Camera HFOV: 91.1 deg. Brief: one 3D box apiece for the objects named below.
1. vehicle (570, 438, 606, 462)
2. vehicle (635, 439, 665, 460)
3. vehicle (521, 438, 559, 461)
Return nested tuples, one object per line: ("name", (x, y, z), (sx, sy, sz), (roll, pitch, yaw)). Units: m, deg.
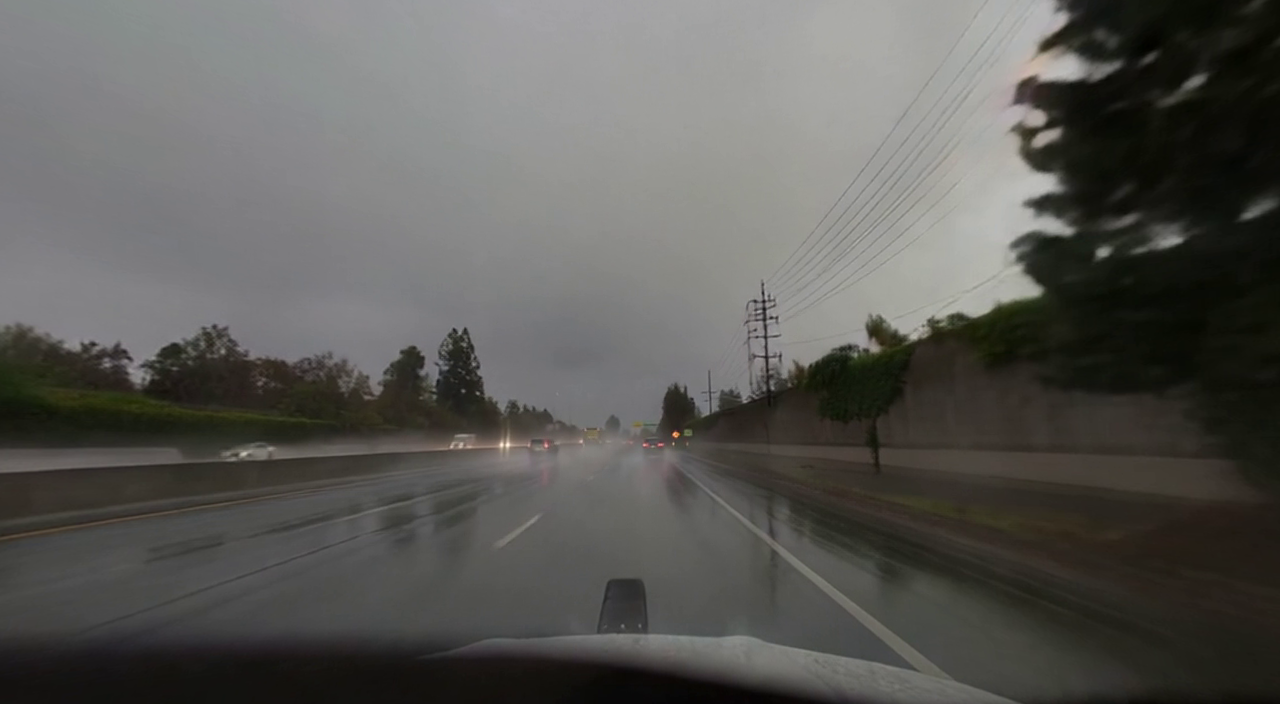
("vehicle", (-3.441, 6.568, 42.294), (2.046, 1.478, 4.111), (0, -8, 1))
("vehicle", (0.700, 6.968, 45.102), (2.057, 1.453, 3.926), (0, -8, 1))
("vehicle", (-7.052, 6.926, 44.736), (1.936, 1.497, 4.251), (0, -8, 1))
